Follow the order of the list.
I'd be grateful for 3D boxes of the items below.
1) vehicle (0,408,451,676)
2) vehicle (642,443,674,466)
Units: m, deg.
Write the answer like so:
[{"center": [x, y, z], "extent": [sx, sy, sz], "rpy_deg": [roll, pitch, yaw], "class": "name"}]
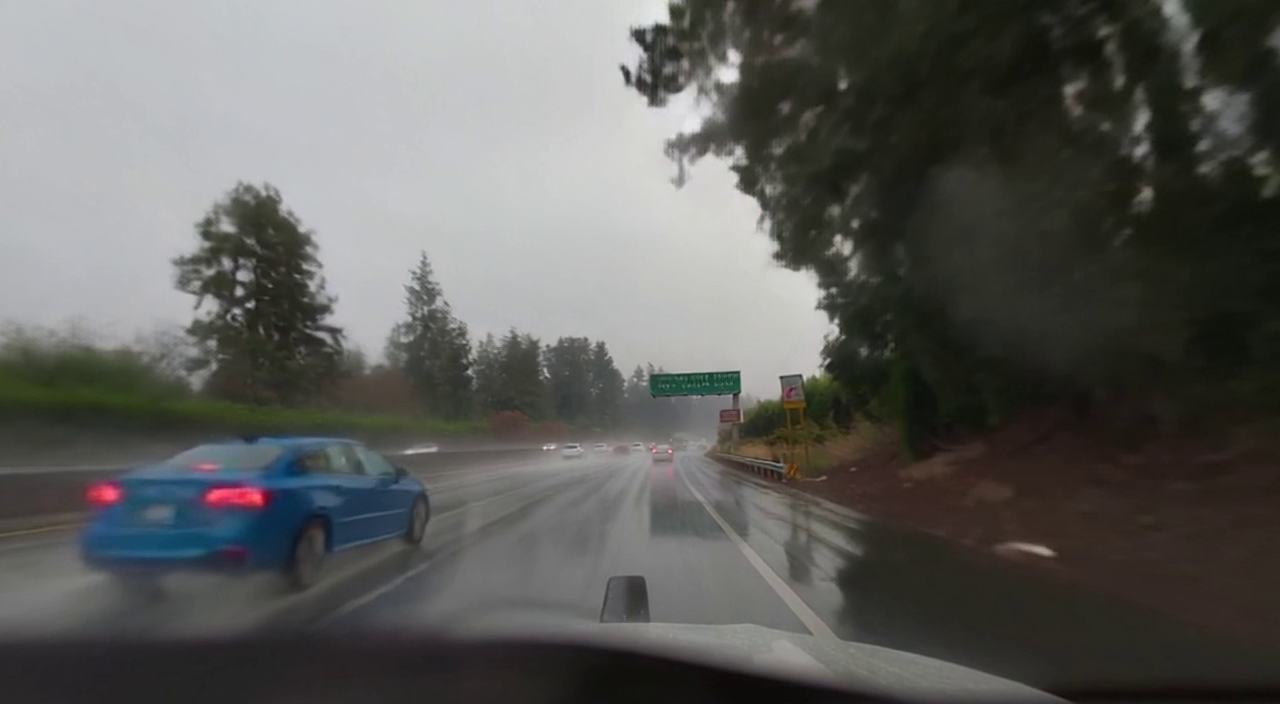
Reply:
[{"center": [-3.501, 1.421, 5.924], "extent": [2.024, 1.531, 4.431], "rpy_deg": [0, -8, 1], "class": "vehicle"}, {"center": [1.285, 7.053, 43.542], "extent": [2.113, 1.464, 4.073], "rpy_deg": [0, -8, 3], "class": "vehicle"}]
